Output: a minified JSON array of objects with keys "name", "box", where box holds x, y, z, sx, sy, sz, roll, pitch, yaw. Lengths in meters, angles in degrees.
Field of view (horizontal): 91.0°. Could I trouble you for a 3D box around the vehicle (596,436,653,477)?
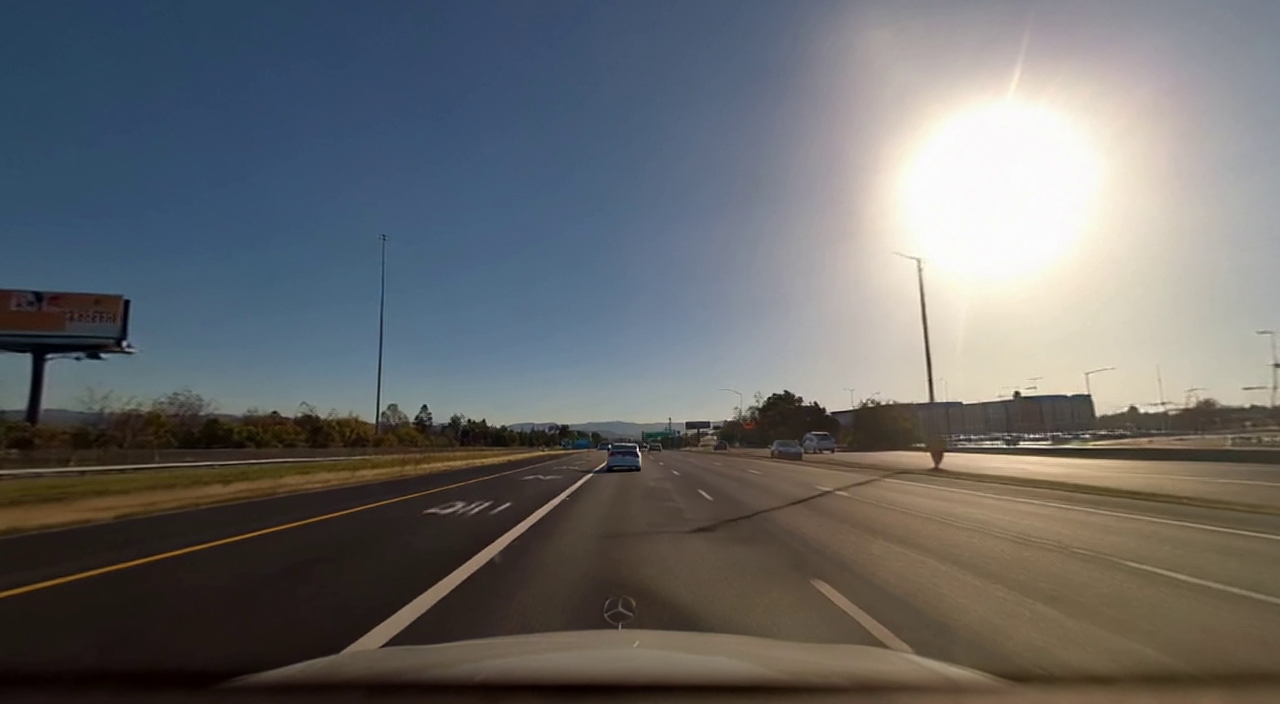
[{"name":"vehicle","box":[-0.589,4.308,26.119,2.147,1.576,3.964,0,-8,0]}]
